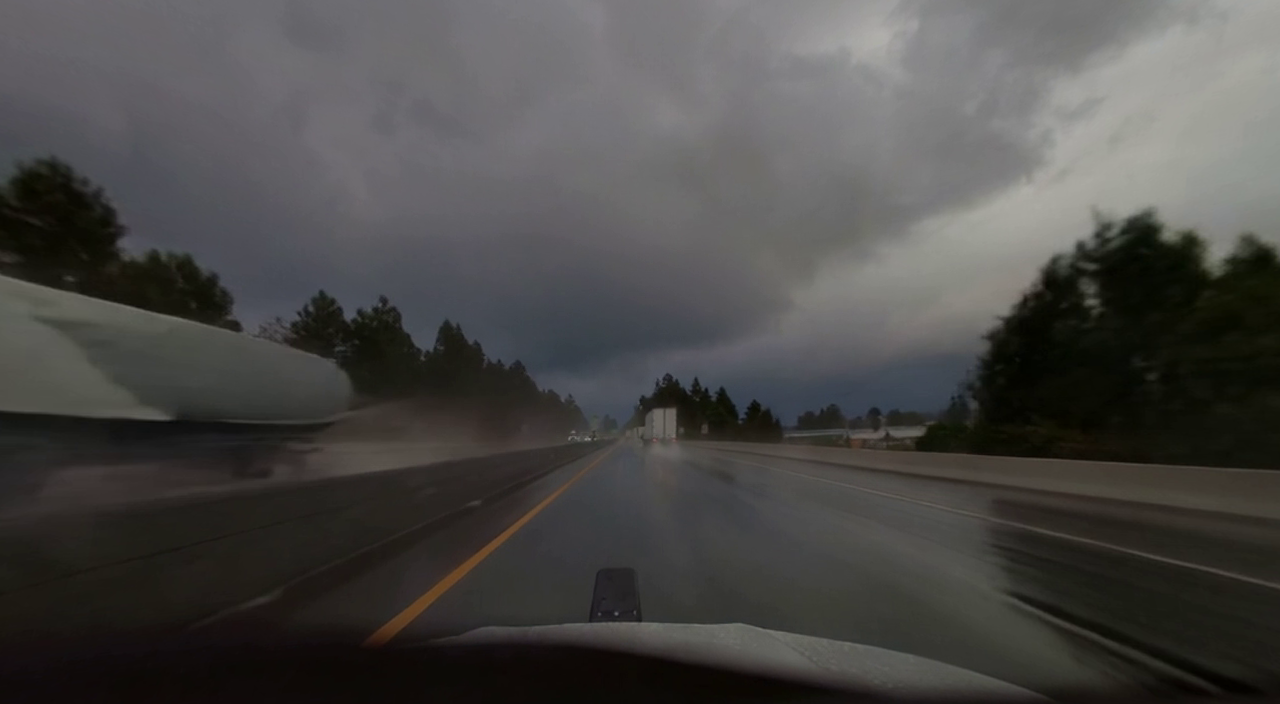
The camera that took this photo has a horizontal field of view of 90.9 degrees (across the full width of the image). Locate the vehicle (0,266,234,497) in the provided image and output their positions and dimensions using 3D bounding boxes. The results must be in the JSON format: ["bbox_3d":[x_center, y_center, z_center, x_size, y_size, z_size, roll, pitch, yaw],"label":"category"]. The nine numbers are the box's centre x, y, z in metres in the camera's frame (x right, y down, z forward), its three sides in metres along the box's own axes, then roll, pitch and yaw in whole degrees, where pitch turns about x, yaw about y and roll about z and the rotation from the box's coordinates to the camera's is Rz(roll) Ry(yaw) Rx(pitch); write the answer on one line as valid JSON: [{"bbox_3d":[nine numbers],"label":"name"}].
[{"bbox_3d":[-12.818,0.437,10.621,2.859,4.075,14.016,0,-8,-1],"label":"vehicle"}]
